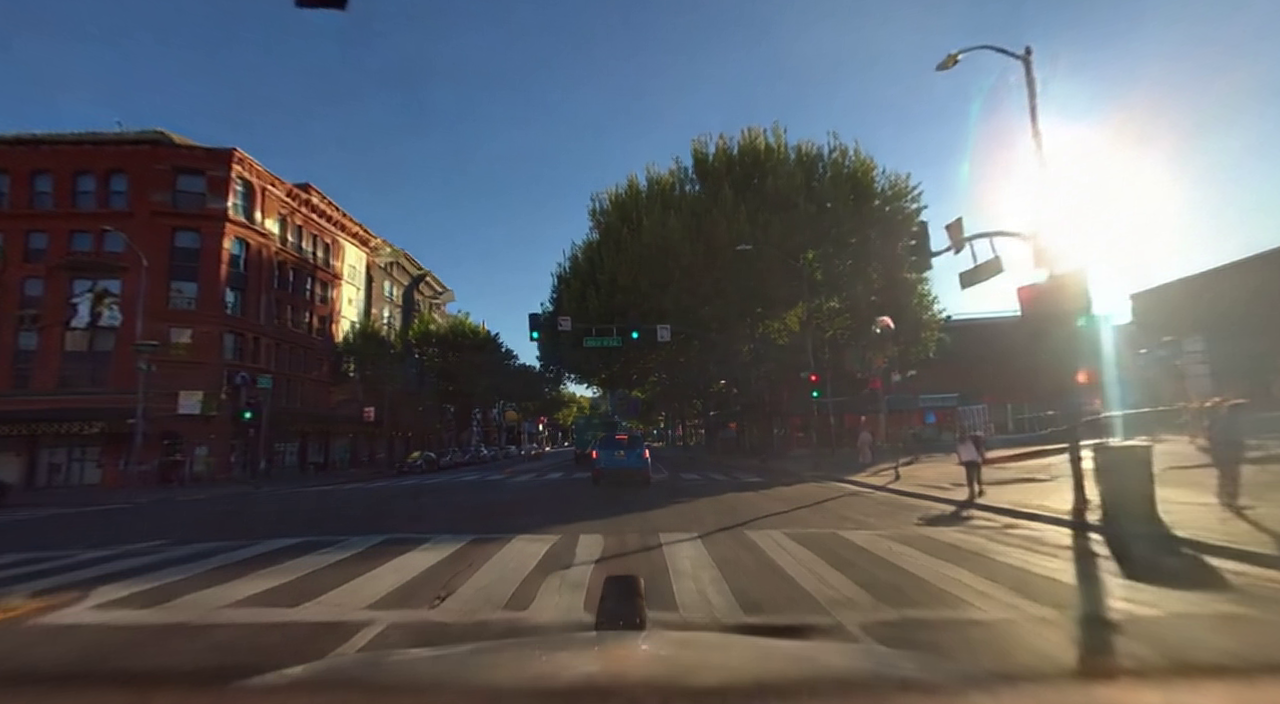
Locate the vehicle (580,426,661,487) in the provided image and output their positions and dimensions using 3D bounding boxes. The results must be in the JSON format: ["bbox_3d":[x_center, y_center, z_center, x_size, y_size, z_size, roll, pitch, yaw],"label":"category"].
[{"bbox_3d":[-0.575,3.424,21.040,2.382,1.796,4.610,0,-8,0],"label":"vehicle"}]

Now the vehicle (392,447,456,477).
[{"bbox_3d":[-11.781,6.024,34.803,1.972,1.475,4.381,0,-8,0],"label":"vehicle"}]

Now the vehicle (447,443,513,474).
[{"bbox_3d":[-8.319,5.574,33.331,2.152,1.468,4.737,0,-8,1],"label":"vehicle"}]
